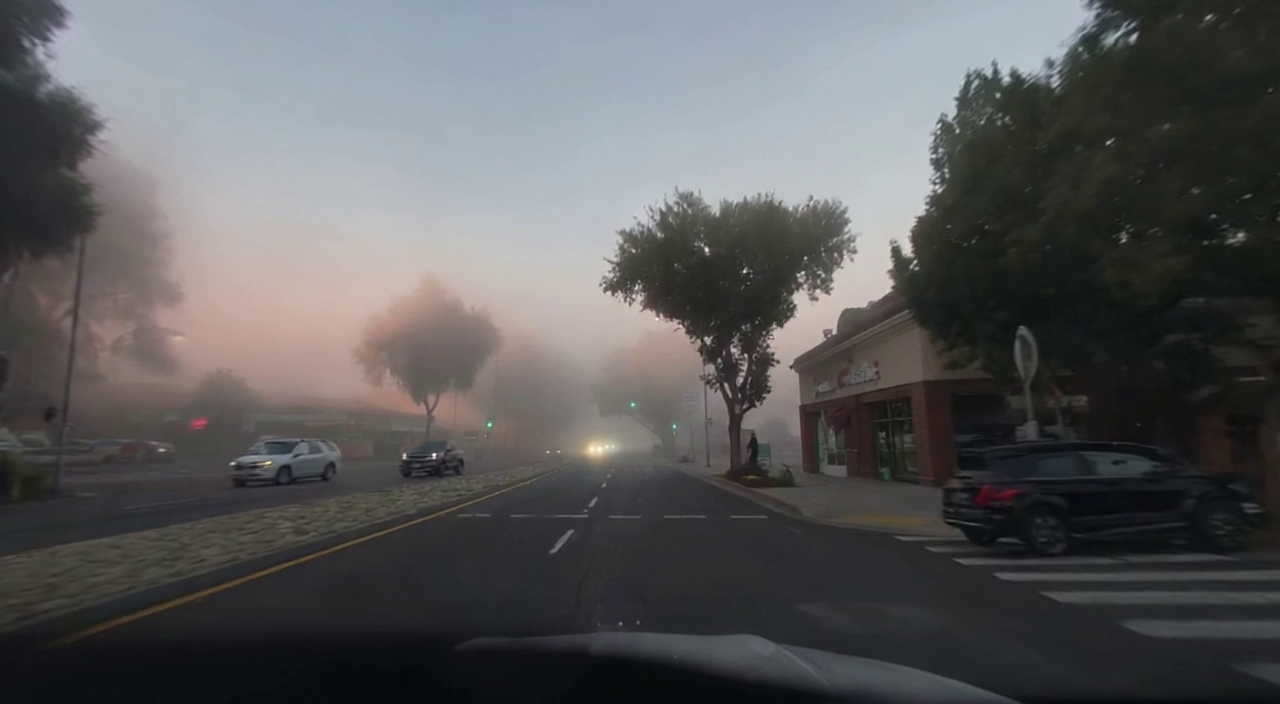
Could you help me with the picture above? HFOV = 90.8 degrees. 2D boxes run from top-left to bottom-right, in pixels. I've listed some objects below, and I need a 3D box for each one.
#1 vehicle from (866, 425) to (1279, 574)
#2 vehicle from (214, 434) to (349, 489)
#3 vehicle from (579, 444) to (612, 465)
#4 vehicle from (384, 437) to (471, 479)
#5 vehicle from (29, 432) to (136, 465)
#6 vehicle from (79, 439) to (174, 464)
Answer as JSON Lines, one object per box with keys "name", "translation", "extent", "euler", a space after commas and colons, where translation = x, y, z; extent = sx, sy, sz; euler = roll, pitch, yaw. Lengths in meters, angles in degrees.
{"name": "vehicle", "translation": [5.651, 1.667, 7.641], "extent": [5.022, 1.487, 2.268], "euler": [-1, -8, 5]}
{"name": "vehicle", "translation": [-12.507, 3.834, 22.470], "extent": [2.046, 1.716, 4.423], "euler": [0, -8, 2]}
{"name": "vehicle", "translation": [-3.243, 7.606, 47.016], "extent": [2.122, 1.469, 4.388], "euler": [0, -8, 0]}
{"name": "vehicle", "translation": [-9.144, 4.591, 27.615], "extent": [2.052, 1.676, 4.463], "euler": [-1, -8, 3]}
{"name": "vehicle", "translation": [-33.328, 5.779, 38.017], "extent": [2.110, 1.850, 4.864], "euler": [0, -8, -3]}
{"name": "vehicle", "translation": [-30.878, 5.991, 38.178], "extent": [1.802, 1.437, 4.596], "euler": [0, -8, 1]}
